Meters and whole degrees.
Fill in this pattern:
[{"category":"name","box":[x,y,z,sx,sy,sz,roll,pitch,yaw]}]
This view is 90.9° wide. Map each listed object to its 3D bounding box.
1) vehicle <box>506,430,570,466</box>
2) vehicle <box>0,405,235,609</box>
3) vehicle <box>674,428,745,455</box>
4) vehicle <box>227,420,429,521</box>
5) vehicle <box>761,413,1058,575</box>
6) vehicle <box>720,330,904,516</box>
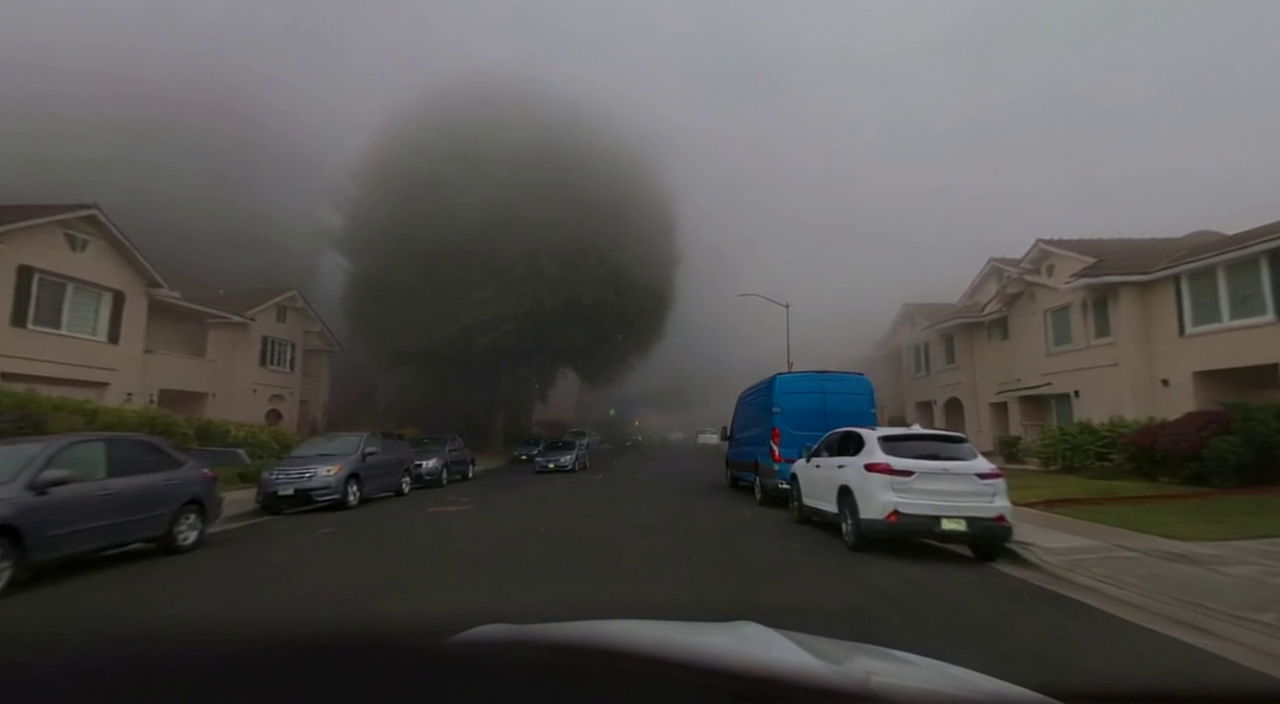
[{"category":"vehicle","box":[-4.608,4.367,29.023,1.941,1.515,3.995,-1,-8,6]},{"category":"vehicle","box":[-5.804,1.373,5.962,1.734,1.549,3.465,-4,-7,-1]},{"category":"vehicle","box":[4.647,5.970,42.116,4.317,1.453,1.889,0,-8,-28]},{"category":"vehicle","box":[-5.716,2.133,12.137,1.834,1.532,3.628,3,-6,3]},{"category":"vehicle","box":[2.949,1.619,8.150,1.955,1.500,4.410,0,-8,1]},{"category":"vehicle","box":[3.256,1.585,13.726,2.317,3.096,6.383,0,-7,1]}]
